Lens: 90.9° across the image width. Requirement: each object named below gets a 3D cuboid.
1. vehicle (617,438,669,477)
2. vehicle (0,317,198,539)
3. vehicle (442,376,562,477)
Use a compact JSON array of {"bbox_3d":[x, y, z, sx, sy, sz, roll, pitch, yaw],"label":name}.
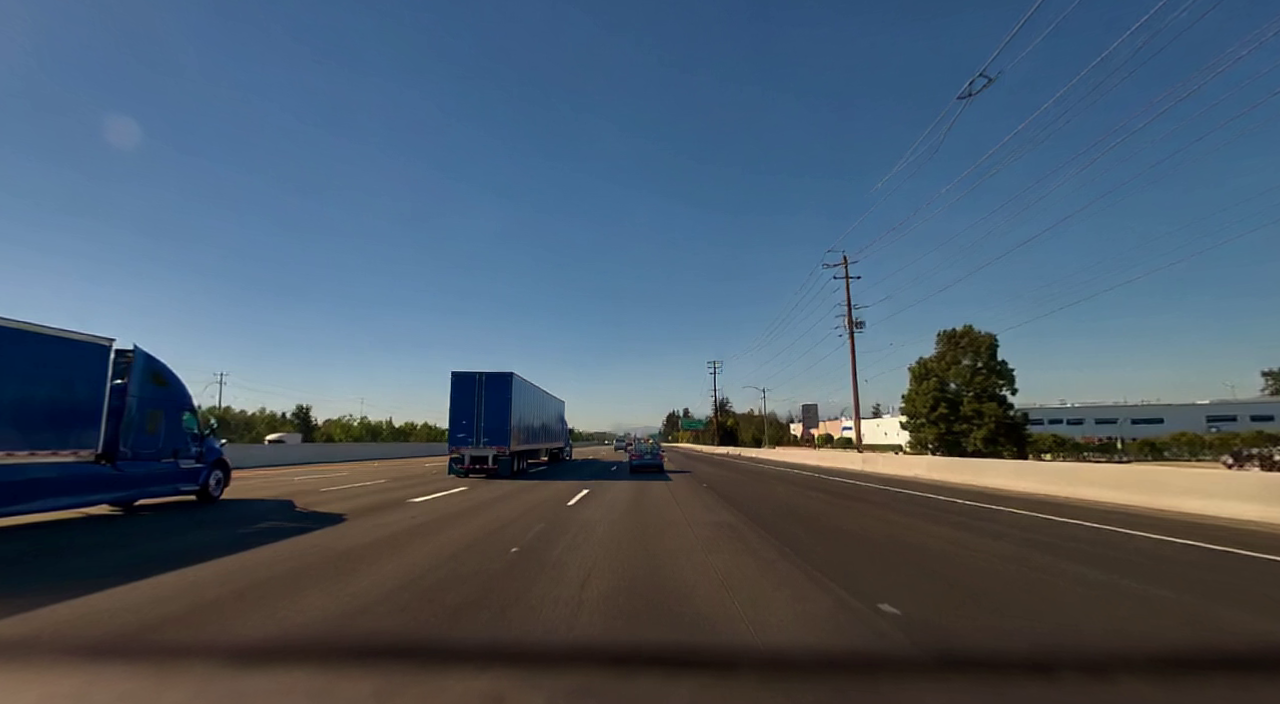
[{"bbox_3d":[0.087,4.499,27.164,2.055,1.514,4.323,0,-8,0],"label":"vehicle"},{"bbox_3d":[-10.607,0.959,8.097,2.896,3.140,9.491,0,-8,0],"label":"vehicle"},{"bbox_3d":[-6.516,4.132,33.198,2.907,4.081,15.311,0,-8,0],"label":"vehicle"}]
